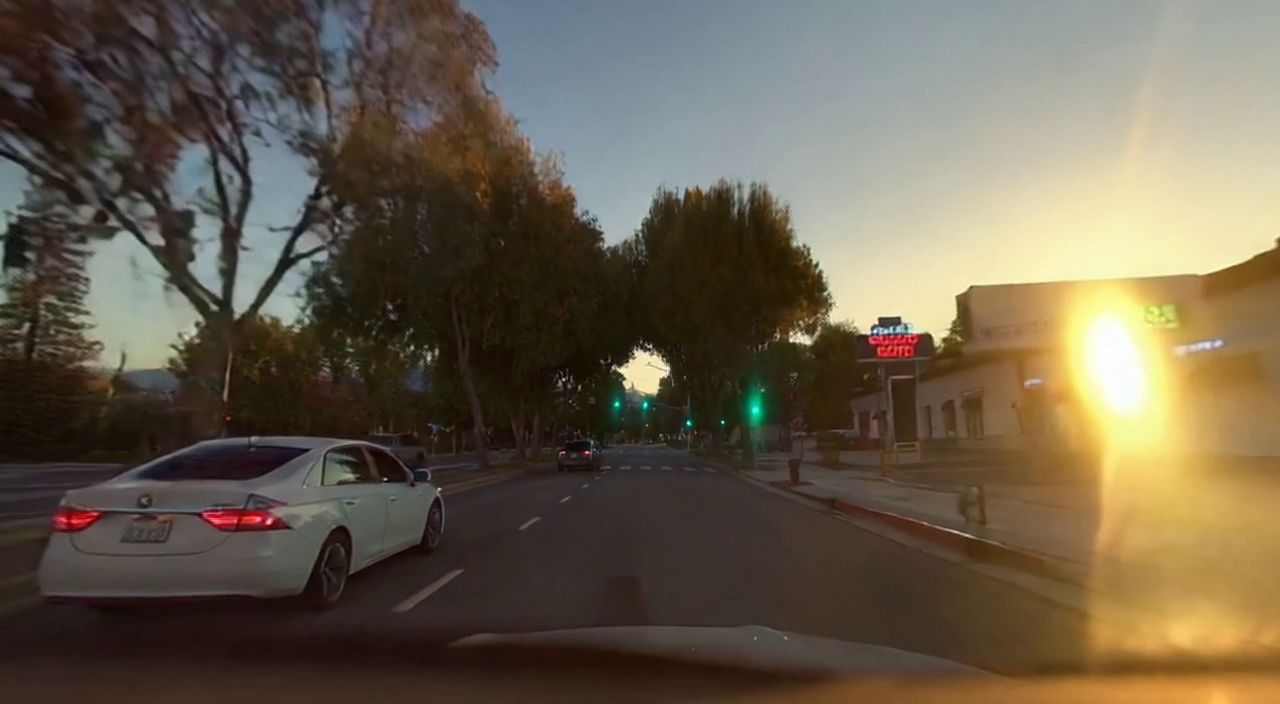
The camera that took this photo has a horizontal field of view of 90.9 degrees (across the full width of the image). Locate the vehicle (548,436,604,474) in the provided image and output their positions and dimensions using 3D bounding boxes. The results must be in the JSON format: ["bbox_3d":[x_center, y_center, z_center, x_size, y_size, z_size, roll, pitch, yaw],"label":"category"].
[{"bbox_3d":[-2.968,4.896,30.167,2.109,1.692,4.220,0,-8,2],"label":"vehicle"}]

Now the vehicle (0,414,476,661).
[{"bbox_3d":[-3.203,1.449,6.070,2.018,1.477,4.401,0,-8,1],"label":"vehicle"}]
